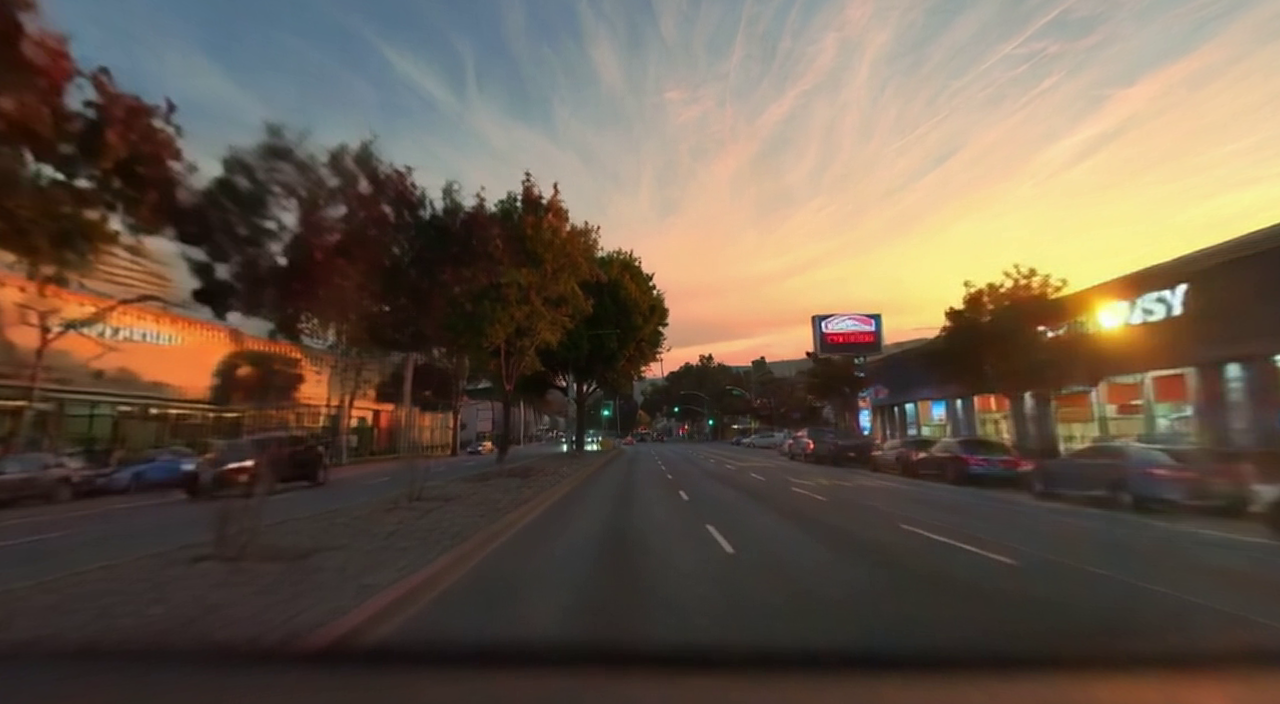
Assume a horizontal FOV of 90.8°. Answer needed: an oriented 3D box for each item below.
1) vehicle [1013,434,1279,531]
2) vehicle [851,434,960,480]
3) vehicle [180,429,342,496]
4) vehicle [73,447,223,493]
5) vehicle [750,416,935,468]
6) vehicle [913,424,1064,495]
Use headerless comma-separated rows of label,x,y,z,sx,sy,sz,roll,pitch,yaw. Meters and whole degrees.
vehicle,9.785,2.412,12.353,1.913,1.492,4.787,0,-9,-2
vehicle,9.751,3.906,23.686,1.876,1.511,4.726,0,-9,-2
vehicle,-10.966,3.237,18.772,2.027,1.722,4.471,0,-9,0
vehicle,-17.996,4.296,23.443,1.951,1.524,4.409,0,-9,1
vehicle,9.820,4.467,30.582,6.552,2.004,6.229,-10,-13,38
vehicle,9.936,3.108,18.467,1.925,1.808,4.255,0,-9,0
